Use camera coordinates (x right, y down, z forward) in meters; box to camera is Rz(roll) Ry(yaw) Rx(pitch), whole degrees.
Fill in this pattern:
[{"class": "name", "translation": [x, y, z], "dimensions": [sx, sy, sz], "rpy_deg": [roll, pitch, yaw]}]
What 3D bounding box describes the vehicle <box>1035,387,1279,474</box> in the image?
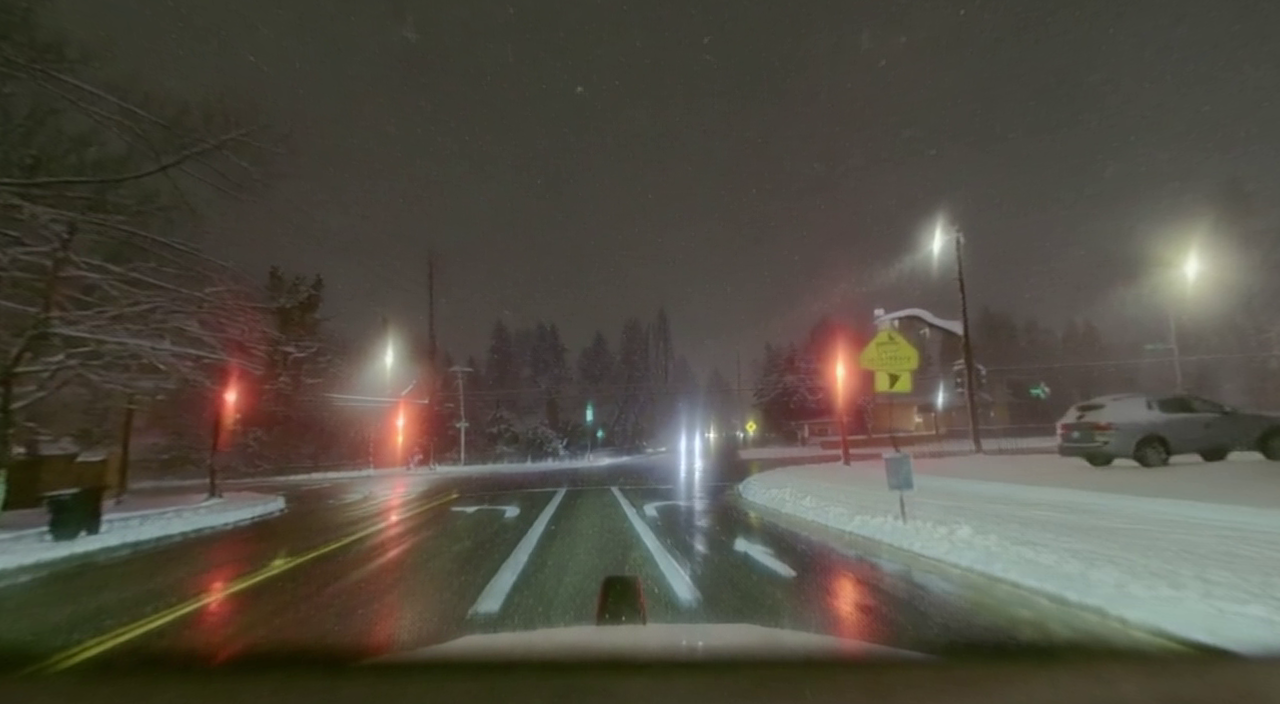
[{"class": "vehicle", "translation": [12.410, 1.912, 14.930], "dimensions": [4.562, 1.850, 2.130], "rpy_deg": [1, -9, -3]}]
